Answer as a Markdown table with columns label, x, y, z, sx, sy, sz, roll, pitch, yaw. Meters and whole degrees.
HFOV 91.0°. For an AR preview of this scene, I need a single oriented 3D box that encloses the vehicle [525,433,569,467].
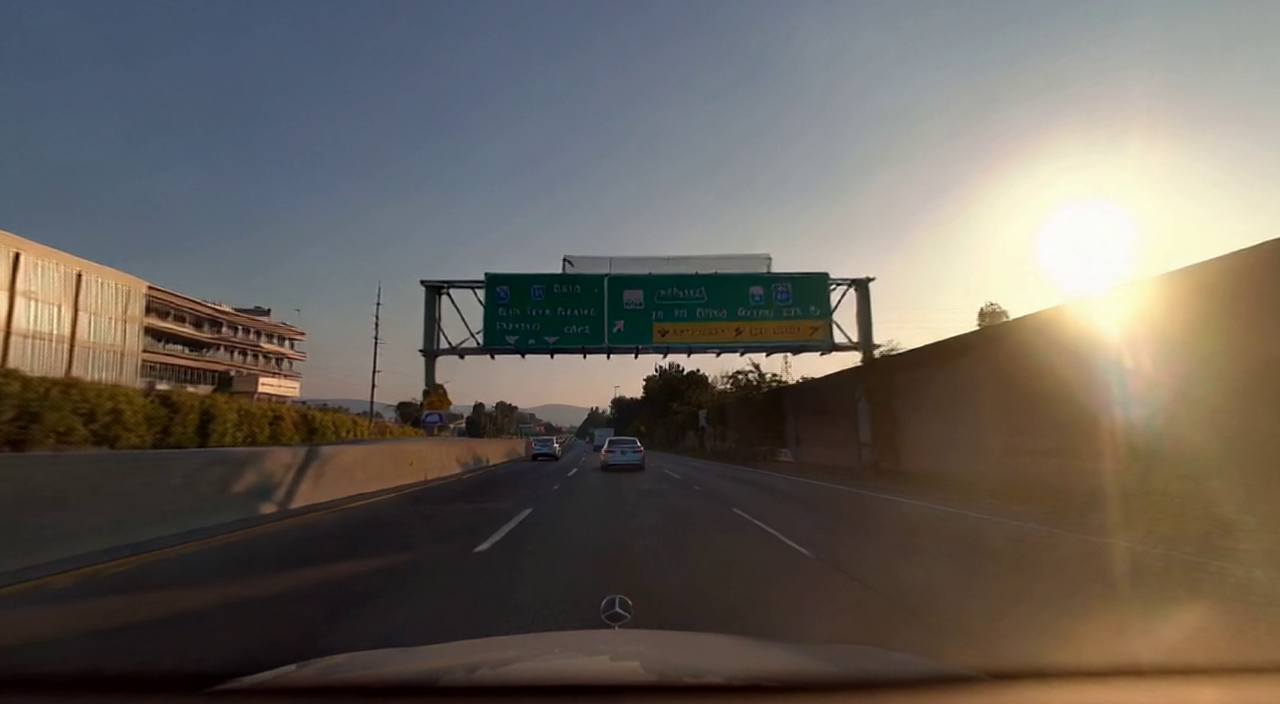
| label | x | y | z | sx | sy | sz | roll | pitch | yaw |
| --- | --- | --- | --- | --- | --- | --- | --- | --- | --- |
| vehicle | -5.209 | 5.551 | 35.804 | 2.080 | 1.733 | 4.410 | 0 | -8 | -3 |

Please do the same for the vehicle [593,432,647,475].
| label | x | y | z | sx | sy | sz | roll | pitch | yaw |
| --- | --- | --- | --- | --- | --- | --- | --- | --- | --- |
| vehicle | -0.897 | 4.237 | 26.466 | 2.078 | 1.608 | 3.982 | 0 | -8 | -3 |
